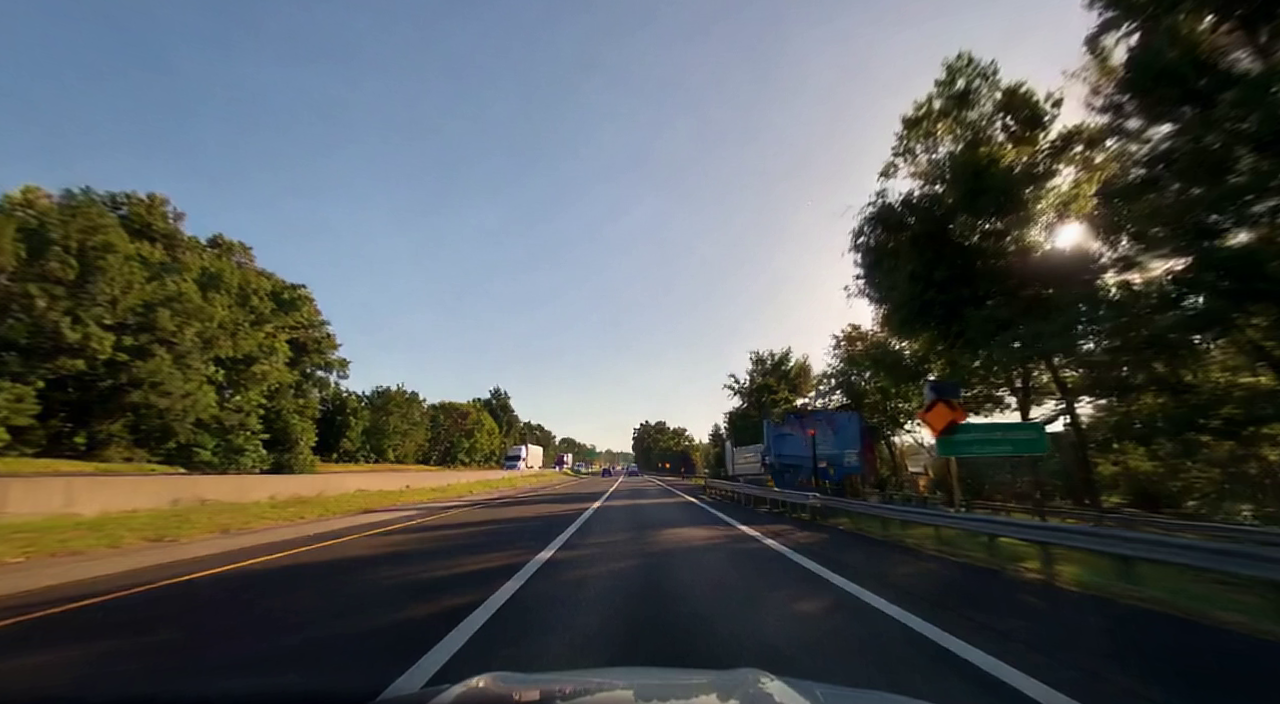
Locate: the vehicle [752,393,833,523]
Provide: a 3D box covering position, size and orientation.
[{"bbox_3d":[4.913,3.470,20.779,1.837,3.859,3.230,1,-10,1],"label":"vehicle"}]
